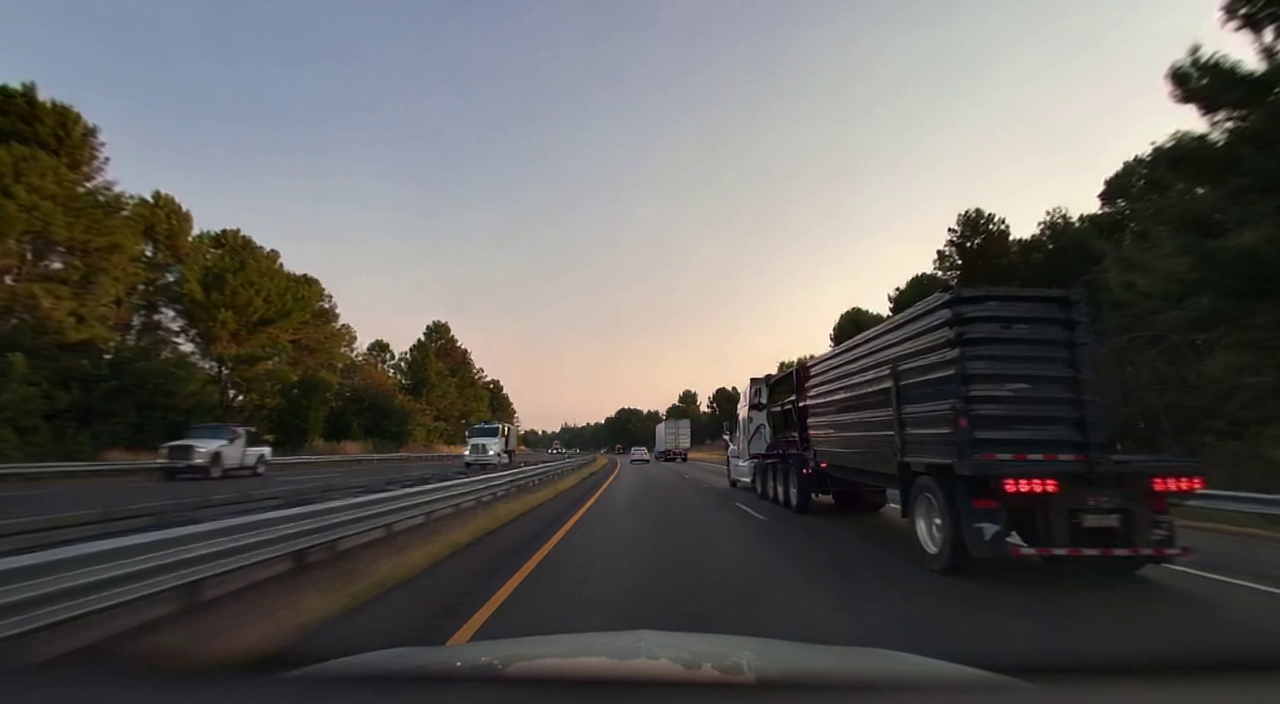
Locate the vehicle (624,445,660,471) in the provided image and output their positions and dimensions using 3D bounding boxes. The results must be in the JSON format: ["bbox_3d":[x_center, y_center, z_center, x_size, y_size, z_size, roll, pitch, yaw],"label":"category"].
[{"bbox_3d":[0.065,6.569,39.138,2.051,1.513,4.511,0,-9,-1],"label":"vehicle"}]

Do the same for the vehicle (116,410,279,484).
[{"bbox_3d":[-17.314,3.802,25.174,2.352,2.601,5.466,0,-9,2],"label":"vehicle"}]

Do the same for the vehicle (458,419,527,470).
[{"bbox_3d":[-9.025,5.817,39.416,2.632,2.884,7.040,0,-9,0],"label":"vehicle"}]

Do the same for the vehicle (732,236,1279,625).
[{"bbox_3d":[4.546,1.743,12.929,2.867,3.571,14.305,0,-9,-1],"label":"vehicle"}]
